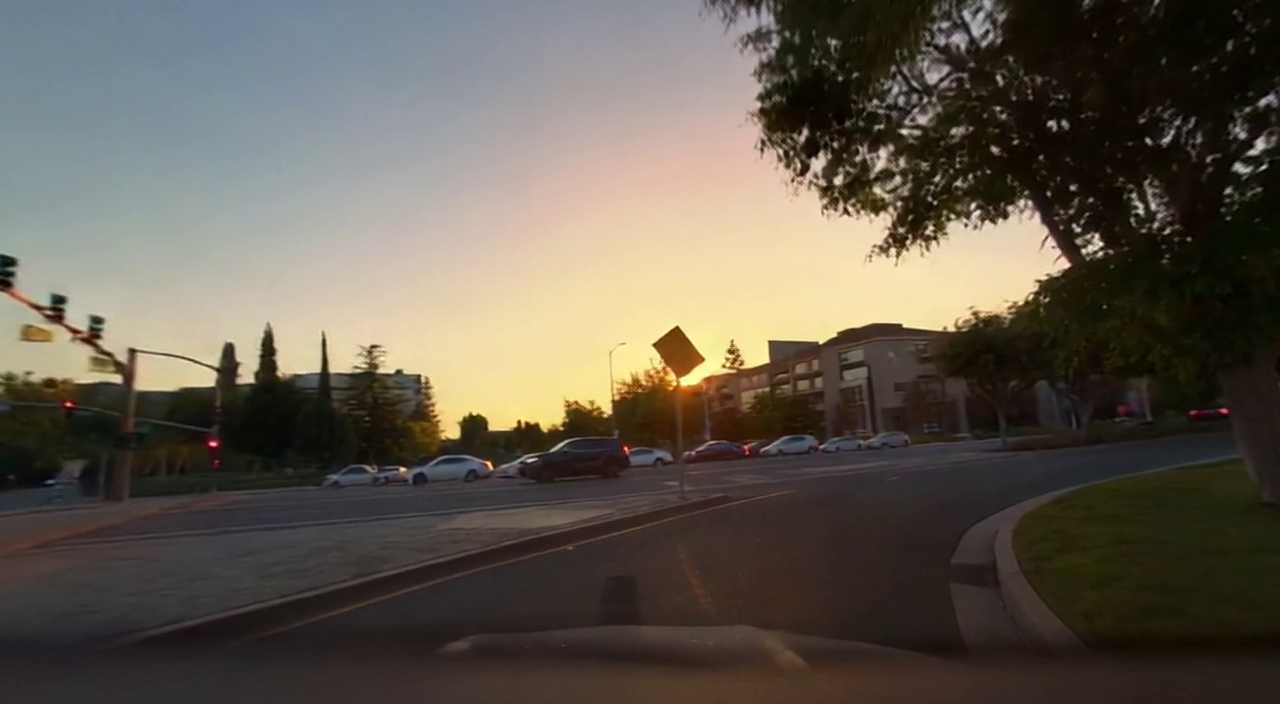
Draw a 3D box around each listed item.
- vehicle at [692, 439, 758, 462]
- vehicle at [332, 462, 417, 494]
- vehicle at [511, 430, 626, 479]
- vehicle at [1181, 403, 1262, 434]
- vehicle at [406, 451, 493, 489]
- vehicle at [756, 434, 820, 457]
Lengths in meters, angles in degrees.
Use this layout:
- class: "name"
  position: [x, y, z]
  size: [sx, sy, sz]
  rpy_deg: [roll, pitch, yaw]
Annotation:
- class: "vehicle"
  position: [6.236, 7.276, 46.411]
  size: [4.513, 1.582, 1.842]
  rpy_deg: [5, -12, -28]
- class: "vehicle"
  position: [-15.978, 7.565, 38.070]
  size: [4.493, 1.455, 1.946]
  rpy_deg: [1, -8, -30]
- class: "vehicle"
  position: [-3.756, 5.556, 33.720]
  size: [5.636, 2.053, 2.225]
  rpy_deg: [8, -19, -26]
- class: "vehicle"
  position: [37.893, 4.327, 41.147]
  size: [4.496, 1.765, 2.059]
  rpy_deg: [1, -10, -24]
- class: "vehicle"
  position: [-11.065, 6.787, 36.757]
  size: [4.510, 1.764, 1.947]
  rpy_deg: [1, -8, -29]
- class: "vehicle"
  position: [11.585, 7.337, 49.484]
  size: [4.727, 1.681, 1.926]
  rpy_deg: [4, -11, -28]
